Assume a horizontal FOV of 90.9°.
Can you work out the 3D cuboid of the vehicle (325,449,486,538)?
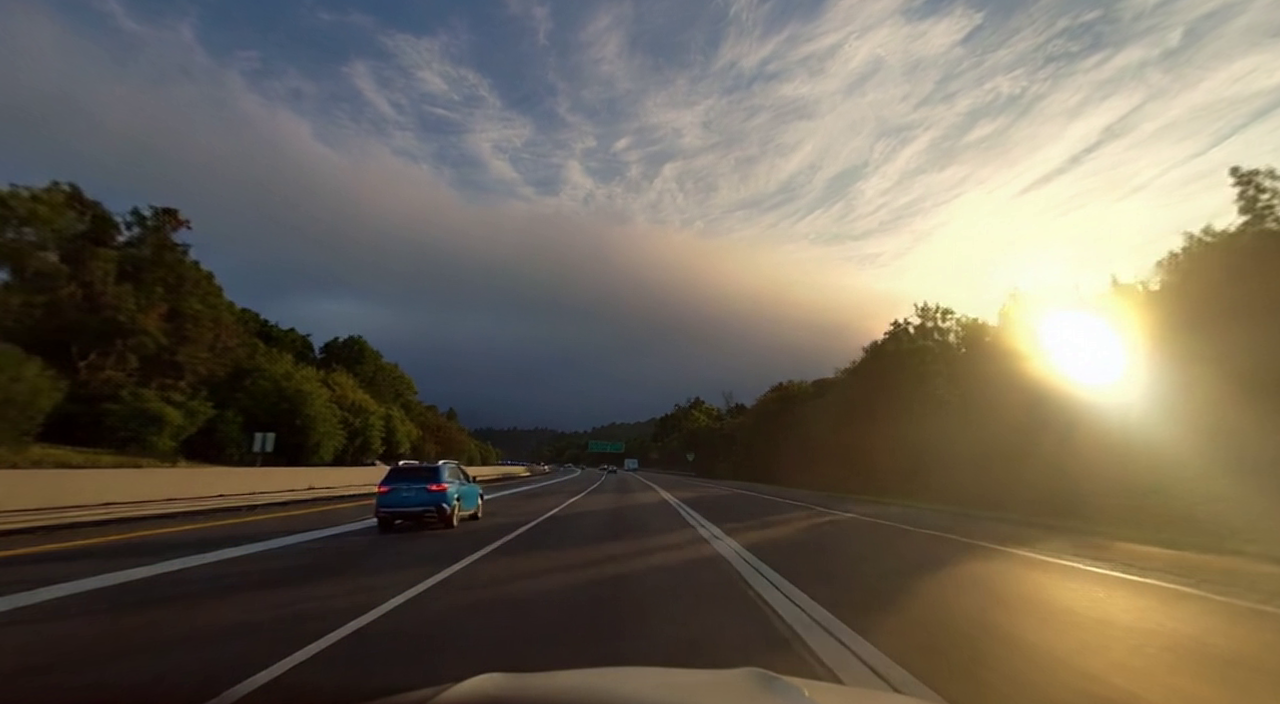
[{"bbox_3d":[-4.773,2.945,13.486,2.025,1.584,3.657,1,-10,0],"label":"vehicle"}]
